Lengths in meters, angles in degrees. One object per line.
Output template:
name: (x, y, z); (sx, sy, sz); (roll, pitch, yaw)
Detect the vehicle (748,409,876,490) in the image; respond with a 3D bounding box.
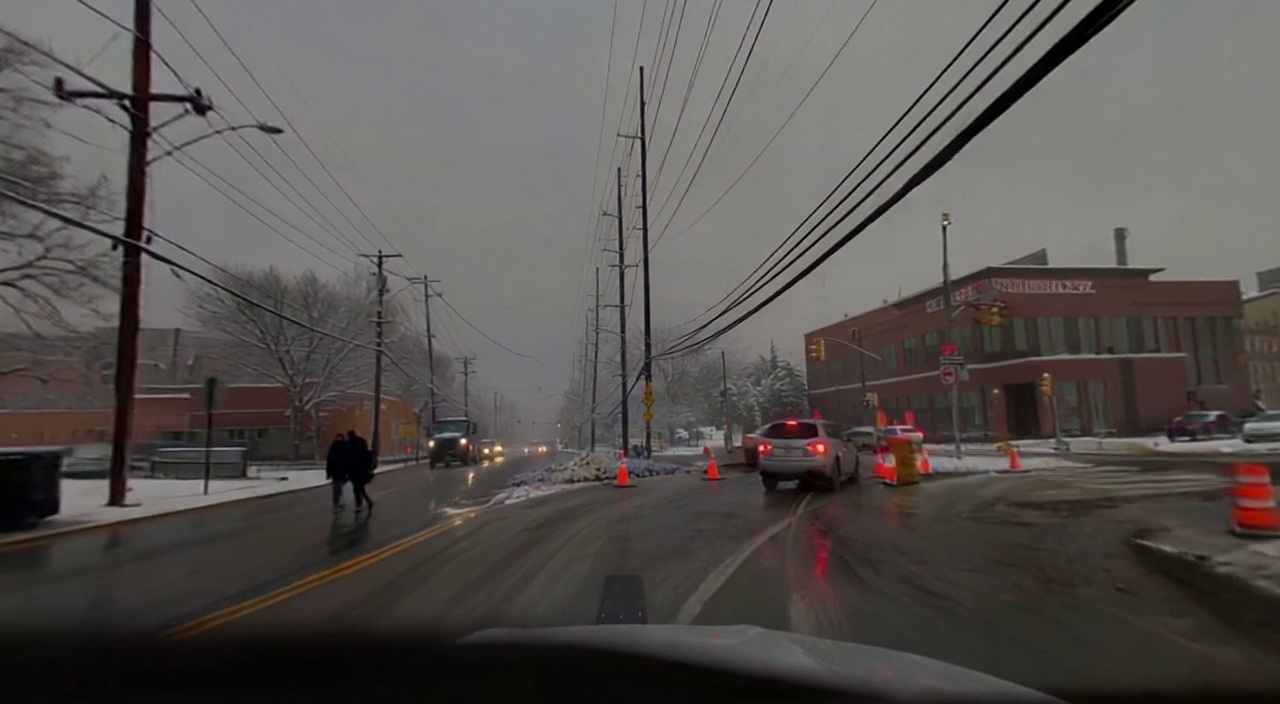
vehicle: (4.927, 2.648, 17.521); (2.256, 1.859, 5.118); (-5, -9, 28)

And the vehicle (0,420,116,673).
vehicle: (-5.051, 0.975, 2.274); (2.103, 1.526, 4.743); (-1, -8, 3)

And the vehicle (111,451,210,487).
vehicle: (-22.392, 5.454, 29.714); (1.817, 1.456, 4.079); (0, -8, -7)

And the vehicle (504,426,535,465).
vehicle: (-8.640, 6.731, 45.588); (1.959, 2.654, 4.078); (1, -8, -7)

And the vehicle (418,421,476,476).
vehicle: (-10.332, 5.154, 34.037); (2.185, 2.644, 3.306); (-4, -7, -4)

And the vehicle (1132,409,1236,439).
vehicle: (33.385, 4.491, 38.890); (1.937, 1.688, 4.382); (5, -10, -35)
